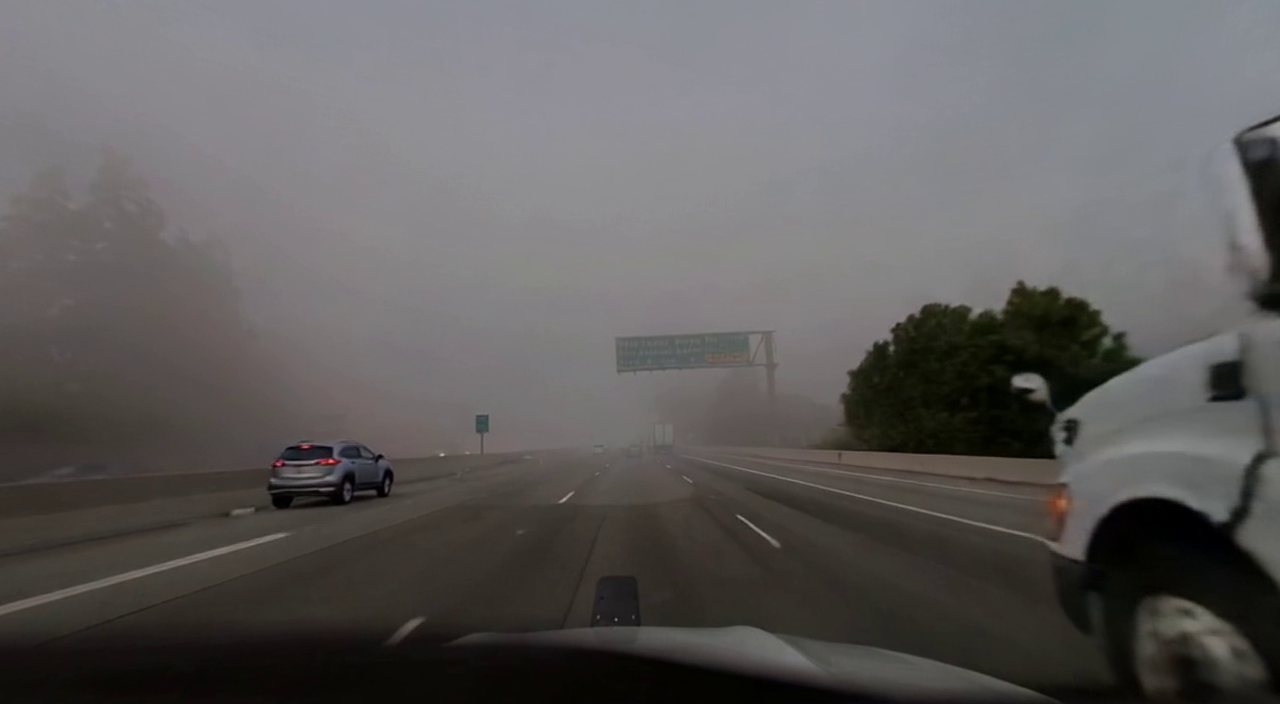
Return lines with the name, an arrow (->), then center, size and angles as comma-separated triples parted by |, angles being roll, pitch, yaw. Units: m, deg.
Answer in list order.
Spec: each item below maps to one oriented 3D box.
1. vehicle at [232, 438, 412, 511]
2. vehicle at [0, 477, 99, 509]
vehicle -> -7.392, 2.872, 15.345 | 2.033, 1.494, 4.508 | 0, -9, 0
vehicle -> -35.053, 8.277, 37.273 | 1.951, 1.523, 4.625 | 0, -9, 2
